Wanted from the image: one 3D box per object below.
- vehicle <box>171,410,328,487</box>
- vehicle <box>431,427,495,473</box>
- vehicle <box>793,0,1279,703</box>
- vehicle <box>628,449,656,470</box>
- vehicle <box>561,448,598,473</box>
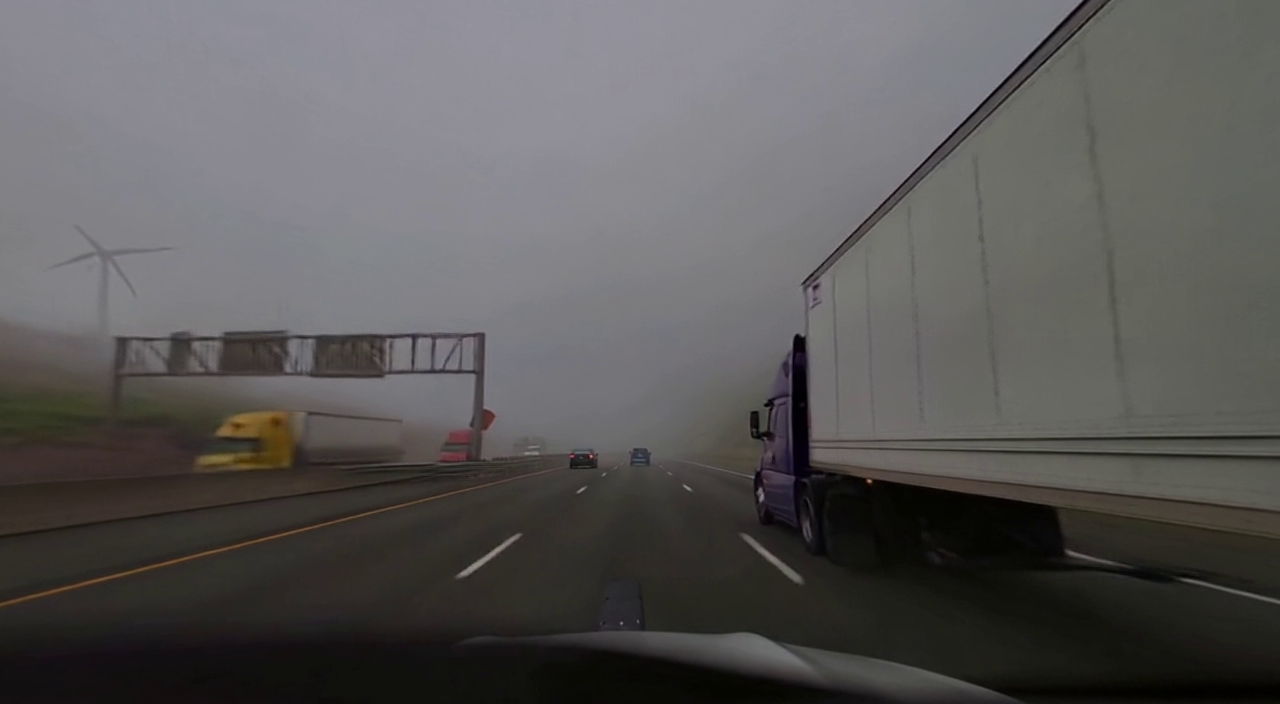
[{"bbox_3d":[-19.641,4.962,32.530,2.983,3.448,7.709,0,-9,1],"label":"vehicle"},{"bbox_3d":[-11.852,6.651,42.876,2.445,2.805,6.838,0,-9,-1],"label":"vehicle"},{"bbox_3d":[3.800,-0.288,2.386,2.947,3.989,13.568,0,-9,0],"label":"vehicle"},{"bbox_3d":[0.130,7.825,46.285,1.931,1.453,3.695,0,-9,0],"label":"vehicle"},{"bbox_3d":[-3.907,7.078,41.385,1.952,1.521,4.095,0,-9,1],"label":"vehicle"}]
